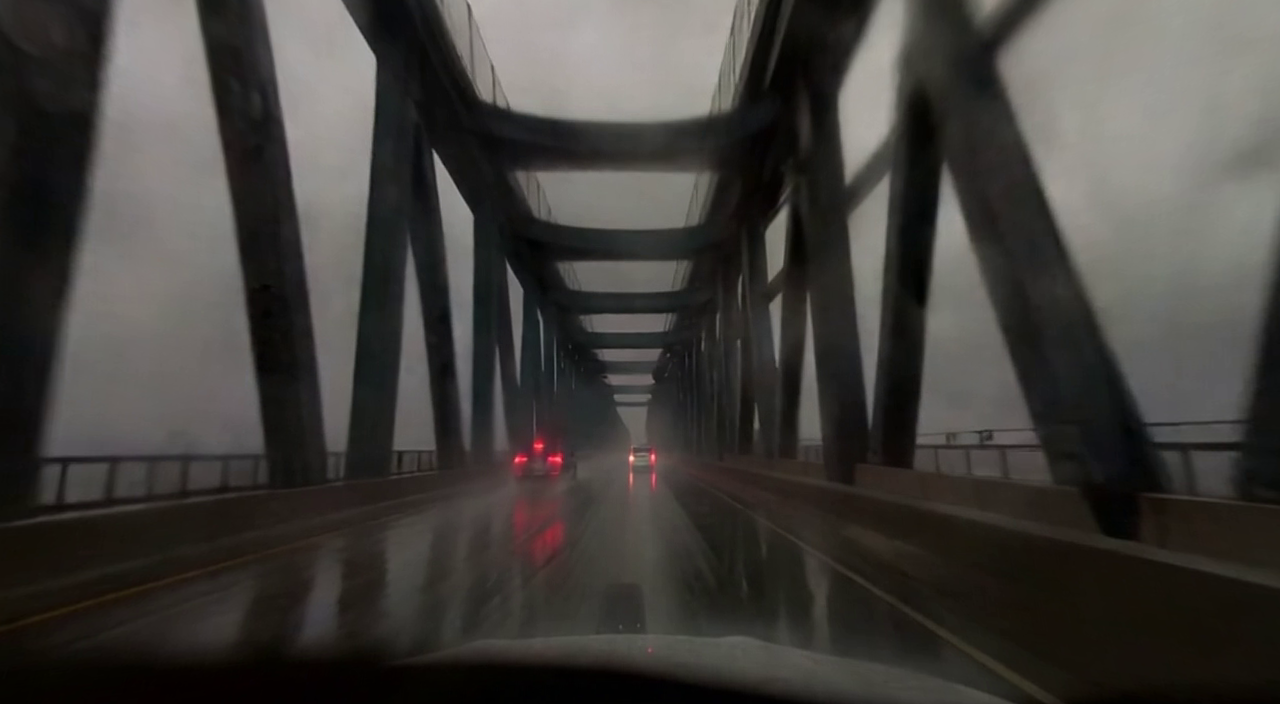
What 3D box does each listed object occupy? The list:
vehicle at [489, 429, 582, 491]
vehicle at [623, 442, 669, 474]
[{"bbox_3d":[-3.324,3.565,21.097,2.190,1.807,4.741,0,-9,1],"label":"vehicle"},{"bbox_3d":[0.285,5.106,30.605,2.048,1.450,3.973,0,-8,0],"label":"vehicle"}]
